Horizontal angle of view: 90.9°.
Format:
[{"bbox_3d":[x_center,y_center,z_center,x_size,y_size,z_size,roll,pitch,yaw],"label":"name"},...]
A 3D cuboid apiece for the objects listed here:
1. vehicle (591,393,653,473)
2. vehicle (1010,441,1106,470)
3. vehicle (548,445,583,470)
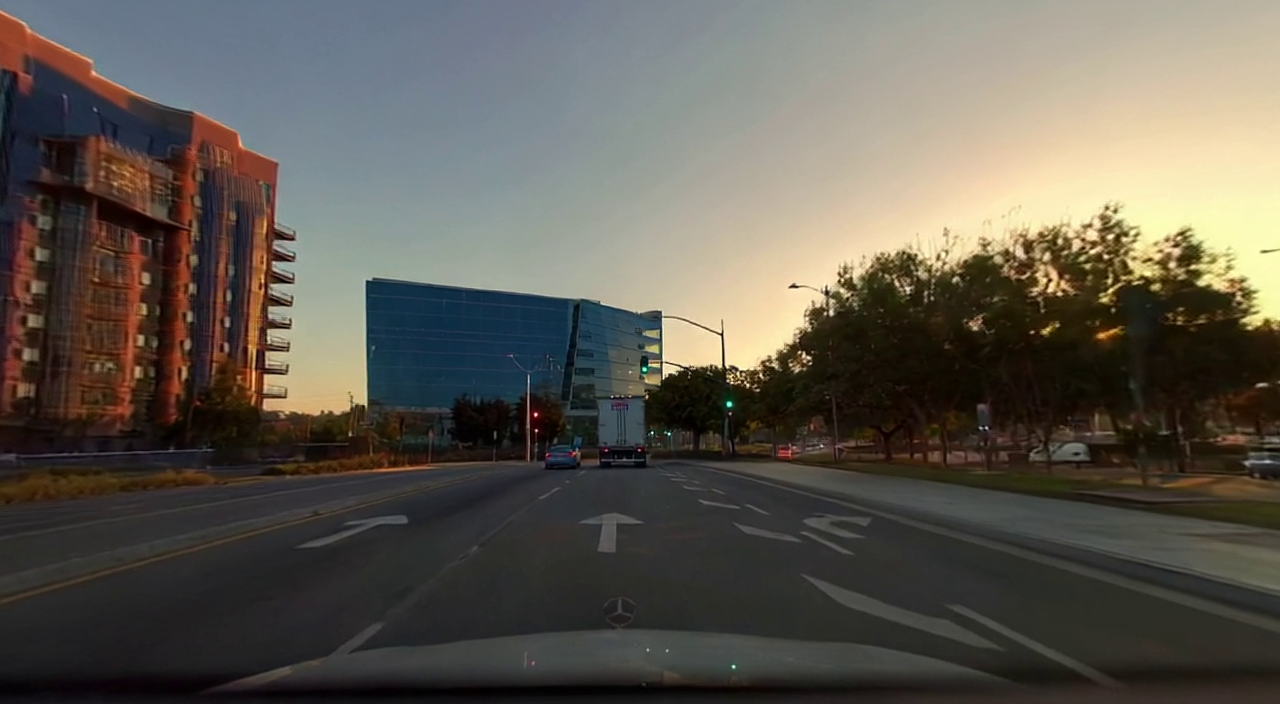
[{"bbox_3d":[-0.978,4.409,34.204,2.876,3.724,9.351,0,-8,-2],"label":"vehicle"},{"bbox_3d":[28.990,7.153,43.893,5.139,1.889,1.953,-4,-8,23],"label":"vehicle"},{"bbox_3d":[-4.787,6.828,40.905,1.917,1.462,3.878,0,-8,-1],"label":"vehicle"}]
